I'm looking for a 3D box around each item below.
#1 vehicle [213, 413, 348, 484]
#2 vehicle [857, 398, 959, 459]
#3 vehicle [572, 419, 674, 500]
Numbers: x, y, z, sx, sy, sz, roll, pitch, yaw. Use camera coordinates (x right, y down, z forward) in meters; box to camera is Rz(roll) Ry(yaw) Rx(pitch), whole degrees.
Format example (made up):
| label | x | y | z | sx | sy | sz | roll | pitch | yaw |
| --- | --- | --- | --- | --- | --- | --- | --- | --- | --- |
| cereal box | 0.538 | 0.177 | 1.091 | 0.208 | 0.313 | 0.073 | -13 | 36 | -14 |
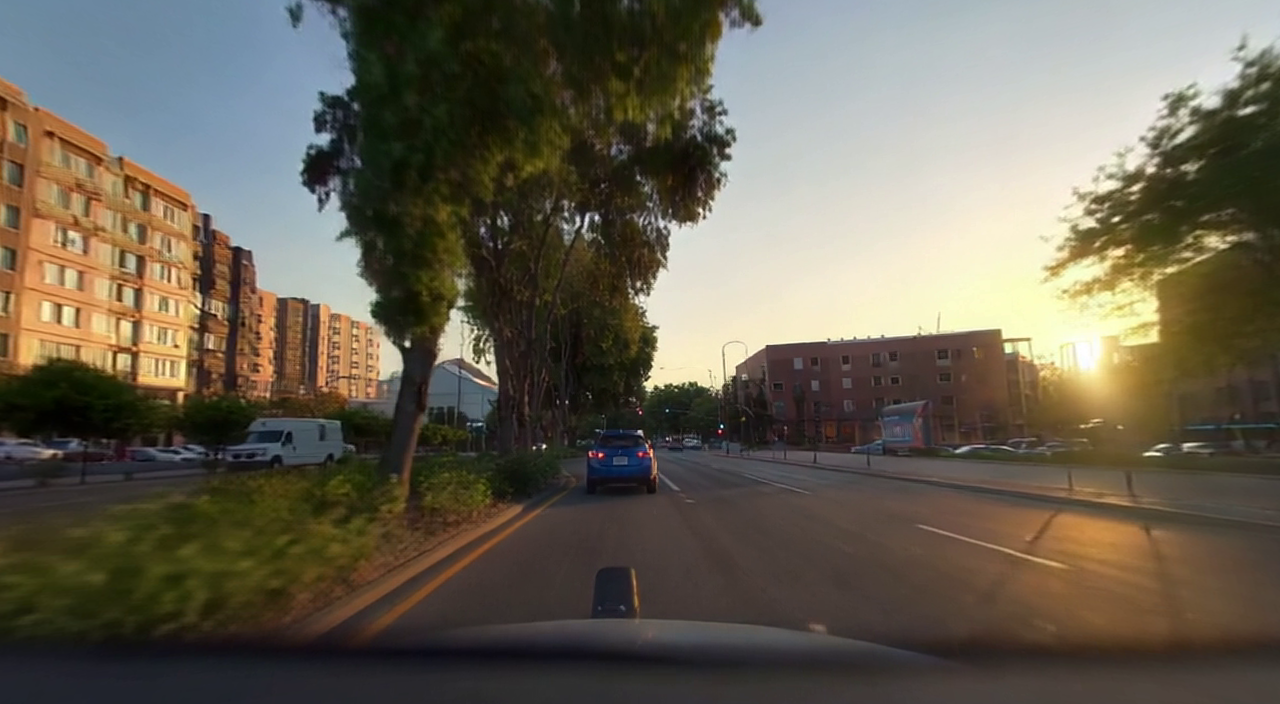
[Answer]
| label | x | y | z | sx | sy | sz | roll | pitch | yaw |
| --- | --- | --- | --- | --- | --- | --- | --- | --- | --- |
| vehicle | -19.136 | 5.232 | 34.385 | 2.811 | 3.399 | 7.898 | 0 | -9 | -2 |
| vehicle | 18.102 | 5.430 | 43.576 | 3.269 | 3.755 | 8.862 | 0 | -9 | 2 |
| vehicle | -0.444 | 2.732 | 16.367 | 2.277 | 1.816 | 4.192 | 0 | -9 | -2 |
